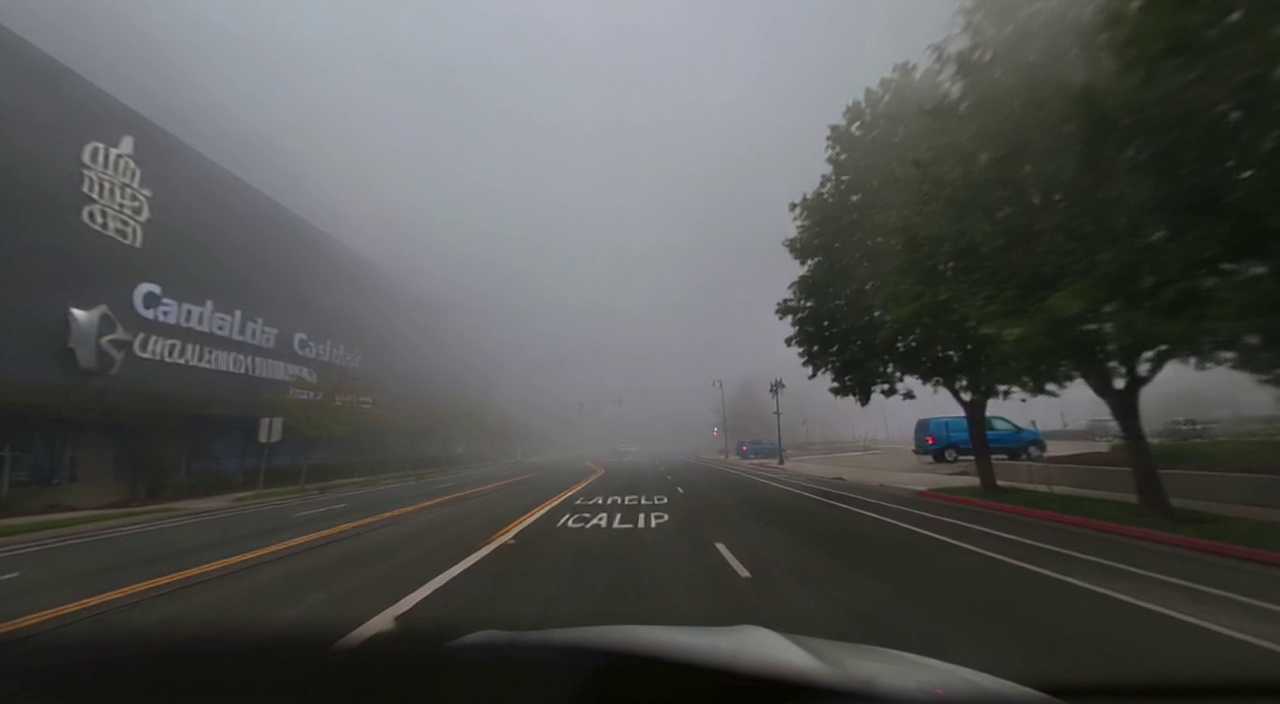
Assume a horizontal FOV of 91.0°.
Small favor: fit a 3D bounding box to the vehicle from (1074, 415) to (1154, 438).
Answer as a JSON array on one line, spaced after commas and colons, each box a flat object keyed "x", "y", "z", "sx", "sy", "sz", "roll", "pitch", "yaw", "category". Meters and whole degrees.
[{"x": 36.270, "y": 5.766, "z": 48.298, "sx": 1.947, "sy": 1.592, "sz": 4.418, "roll": 4, "pitch": -9, "yaw": -24, "category": "vehicle"}]

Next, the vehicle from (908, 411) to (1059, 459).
[{"x": 15.867, "y": 3.879, "z": 29.376, "sx": 5.546, "sy": 2.117, "sz": 2.443, "roll": 0, "pitch": -9, "yaw": 0, "category": "vehicle"}]
